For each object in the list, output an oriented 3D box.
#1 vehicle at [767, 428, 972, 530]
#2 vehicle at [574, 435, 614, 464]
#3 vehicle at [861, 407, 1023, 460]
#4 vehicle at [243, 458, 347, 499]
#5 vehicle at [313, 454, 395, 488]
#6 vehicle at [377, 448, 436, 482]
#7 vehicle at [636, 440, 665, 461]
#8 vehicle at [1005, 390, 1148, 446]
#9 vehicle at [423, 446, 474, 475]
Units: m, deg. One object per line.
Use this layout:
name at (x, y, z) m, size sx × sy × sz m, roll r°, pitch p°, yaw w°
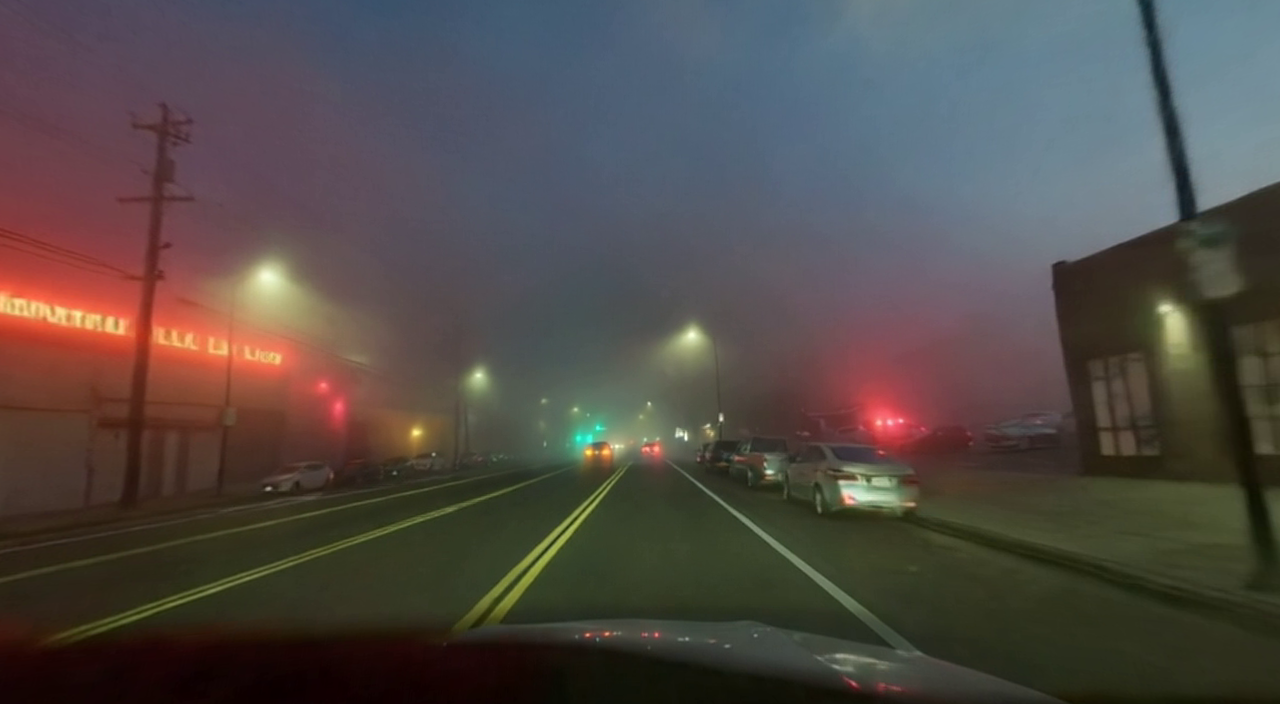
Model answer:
vehicle at (3.971, 2.297, 12.087) m, size 2.042 × 1.487 × 5.033 m, roll 1°, pitch -9°, yaw 0°
vehicle at (-3.010, 6.563, 42.556) m, size 2.348 × 1.831 × 4.737 m, roll 0°, pitch -9°, yaw 0°
vehicle at (12.853, 3.527, 27.177) m, size 5.603 × 1.659 × 2.393 m, roll -5°, pitch -9°, yaw -3°
vehicle at (-15.090, 5.507, 27.988) m, size 1.883 × 1.493 × 4.880 m, roll -1°, pitch -8°, yaw 0°
vehicle at (-15.113, 6.302, 33.742) m, size 2.076 × 1.518 × 4.981 m, roll -2°, pitch -8°, yaw 0°
vehicle at (-14.945, 7.235, 40.739) m, size 2.020 × 1.695 × 4.629 m, roll -7°, pitch -8°, yaw -2°
vehicle at (0.752, 7.431, 47.779) m, size 2.099 × 1.470 × 4.270 m, roll 0°, pitch -9°, yaw 0°
vehicle at (18.910, 2.907, 27.559) m, size 4.515 × 2.066 × 2.070 m, roll -3°, pitch -9°, yaw 0°
vehicle at (-14.906, 8.426, 49.435) m, size 2.124 × 1.835 × 5.450 m, roll -7°, pitch -8°, yaw 0°
